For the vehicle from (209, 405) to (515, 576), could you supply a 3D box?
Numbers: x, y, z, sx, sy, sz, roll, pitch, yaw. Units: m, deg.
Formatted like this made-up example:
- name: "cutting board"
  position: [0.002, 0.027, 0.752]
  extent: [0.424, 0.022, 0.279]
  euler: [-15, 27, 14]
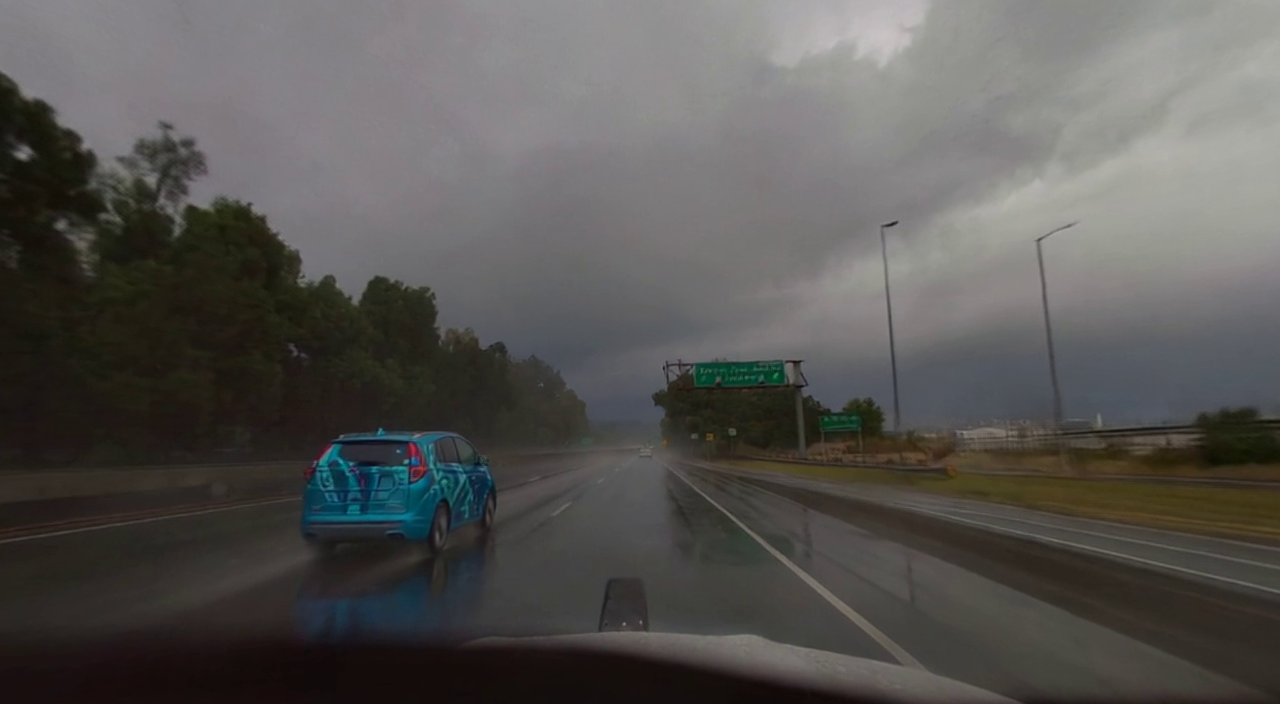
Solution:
- name: "vehicle"
  position: [-3.433, 1.819, 9.117]
  extent: [2.183, 1.803, 4.685]
  euler: [0, -8, 1]
